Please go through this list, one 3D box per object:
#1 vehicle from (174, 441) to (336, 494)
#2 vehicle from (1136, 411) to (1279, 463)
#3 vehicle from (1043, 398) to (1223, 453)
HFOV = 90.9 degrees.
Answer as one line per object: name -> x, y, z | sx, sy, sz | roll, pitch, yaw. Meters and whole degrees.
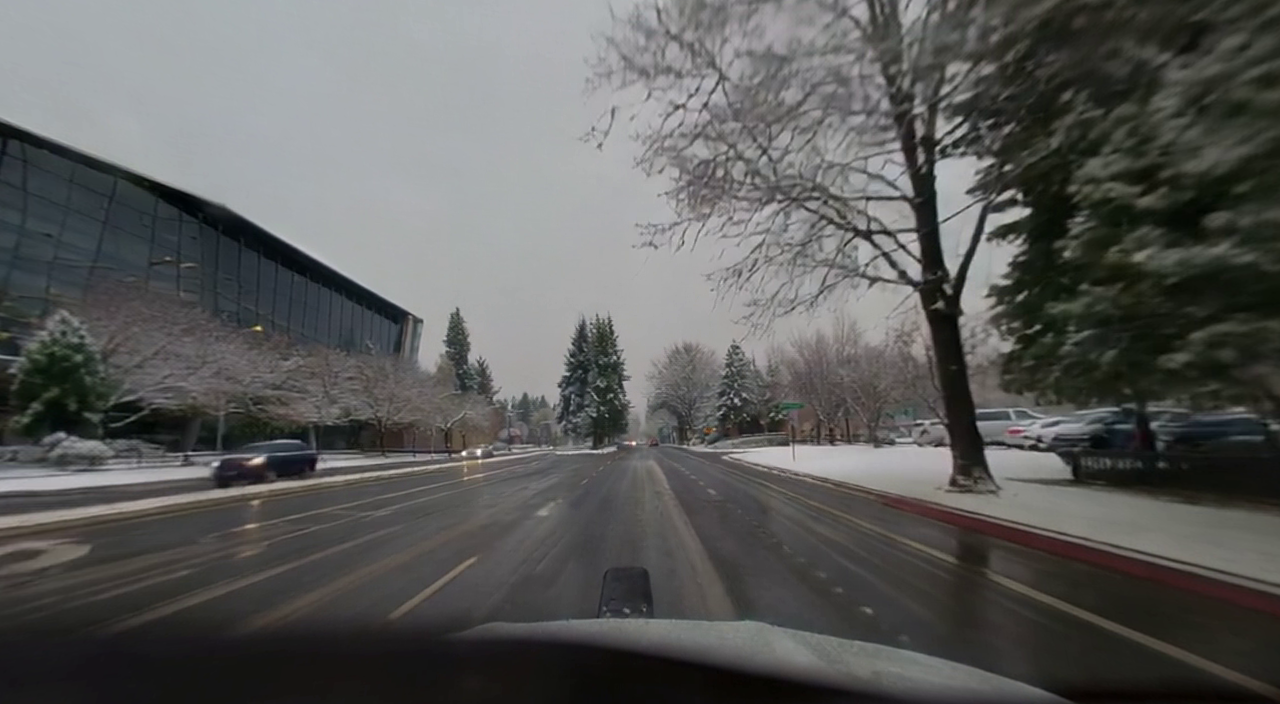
vehicle -> -12.182, 3.655, 20.458 | 2.128, 1.514, 4.784 | -1, -8, 2
vehicle -> 16.311, 2.361, 17.548 | 3.348, 1.356, 1.991 | 0, -8, -5
vehicle -> 15.358, 2.320, 19.825 | 3.935, 1.487, 2.018 | -2, -7, 0
